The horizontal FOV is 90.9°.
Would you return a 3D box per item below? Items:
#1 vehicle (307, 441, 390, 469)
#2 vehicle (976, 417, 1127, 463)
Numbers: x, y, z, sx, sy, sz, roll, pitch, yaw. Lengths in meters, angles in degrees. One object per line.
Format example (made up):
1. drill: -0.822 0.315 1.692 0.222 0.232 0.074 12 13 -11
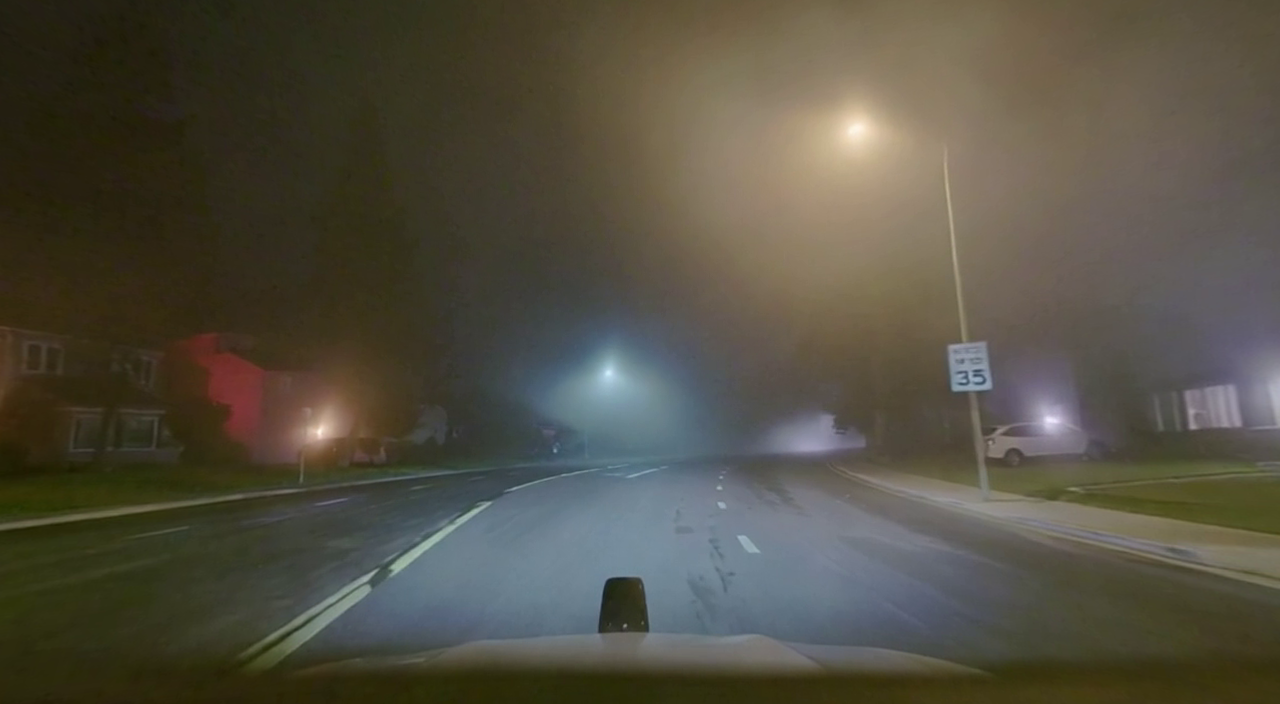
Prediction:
1. vehicle: -17.405 6.148 37.727 4.110 1.605 1.968 -2 -9 15
2. vehicle: 16.880 3.670 26.158 4.766 1.789 1.939 -3 -9 17
